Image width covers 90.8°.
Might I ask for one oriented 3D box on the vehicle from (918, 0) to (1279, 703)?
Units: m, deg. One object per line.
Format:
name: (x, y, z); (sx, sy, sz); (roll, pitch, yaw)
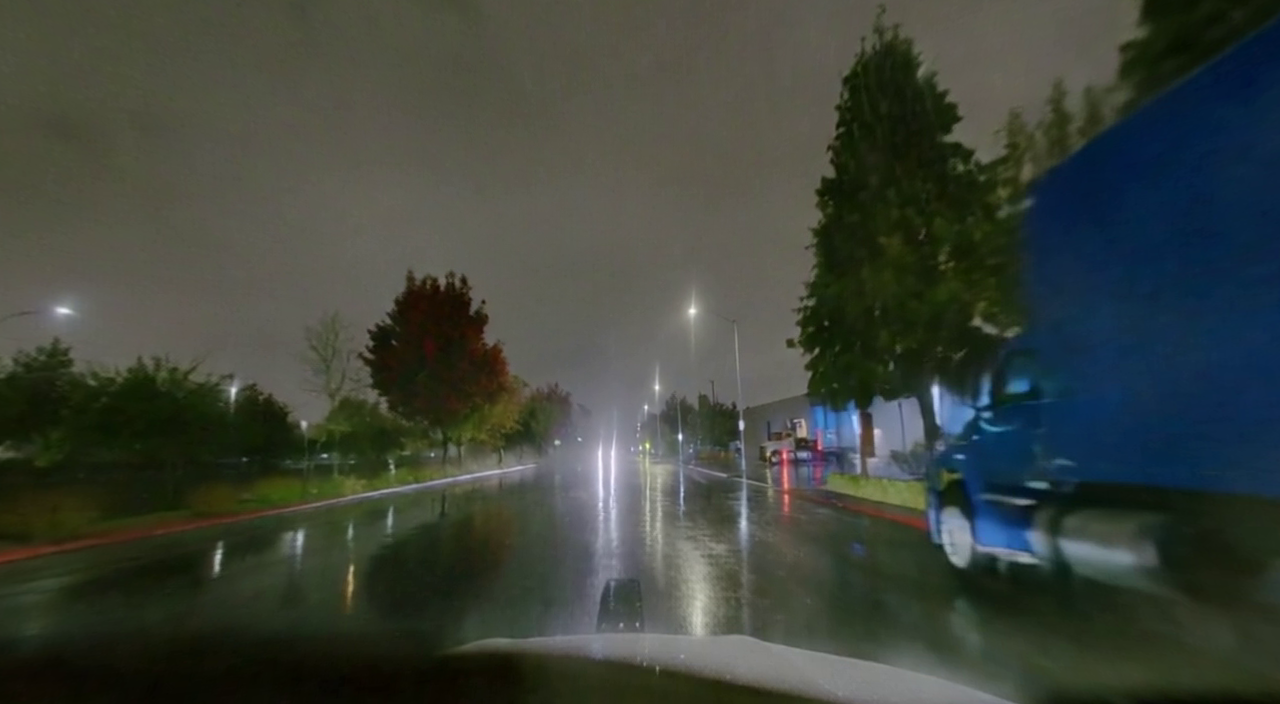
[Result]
vehicle: (4.123, 0.107, 2.479); (3.019, 3.303, 6.252); (0, -9, -1)

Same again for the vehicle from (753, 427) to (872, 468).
vehicle: (11.582, 6.474, 42.867); (7.188, 2.416, 2.528); (-1, -9, -2)
